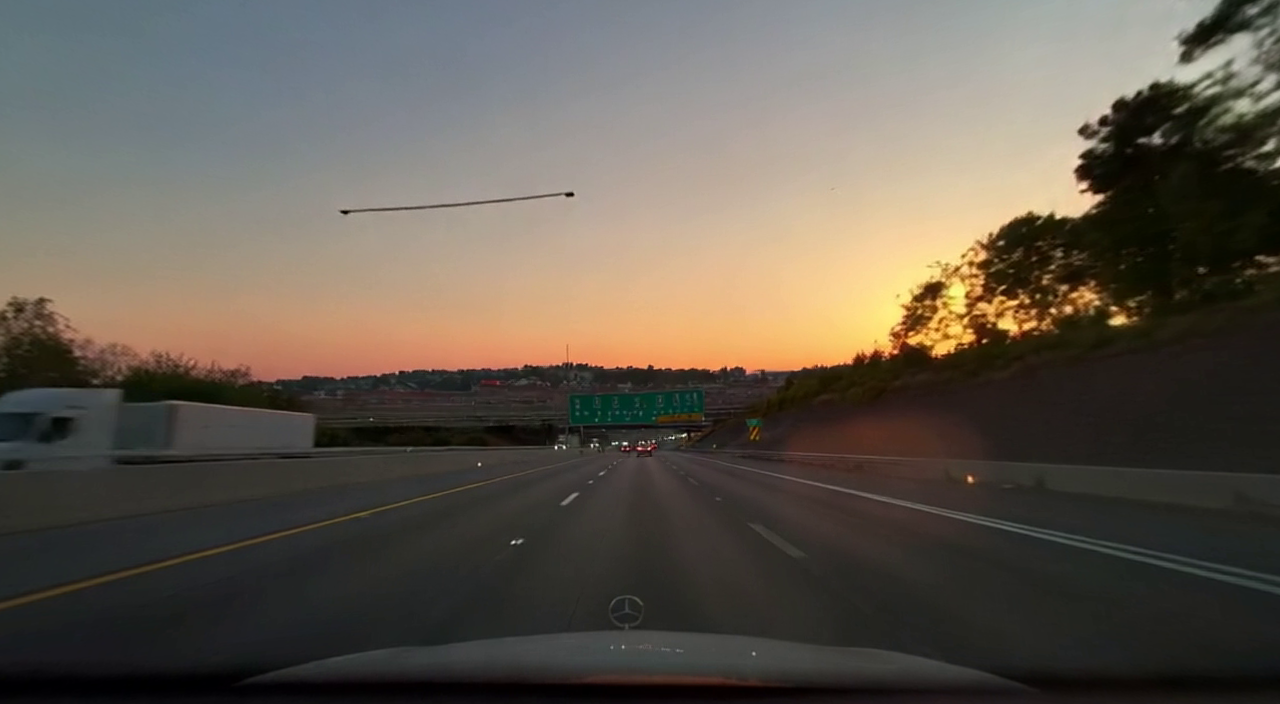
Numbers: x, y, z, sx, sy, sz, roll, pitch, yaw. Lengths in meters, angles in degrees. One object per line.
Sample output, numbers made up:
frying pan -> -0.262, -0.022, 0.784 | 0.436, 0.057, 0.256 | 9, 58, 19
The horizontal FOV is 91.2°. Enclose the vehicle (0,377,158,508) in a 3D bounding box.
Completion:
vehicle -> -20.531, 3.108, 21.500 | 2.951, 3.866, 6.101 | 0, -8, 0
